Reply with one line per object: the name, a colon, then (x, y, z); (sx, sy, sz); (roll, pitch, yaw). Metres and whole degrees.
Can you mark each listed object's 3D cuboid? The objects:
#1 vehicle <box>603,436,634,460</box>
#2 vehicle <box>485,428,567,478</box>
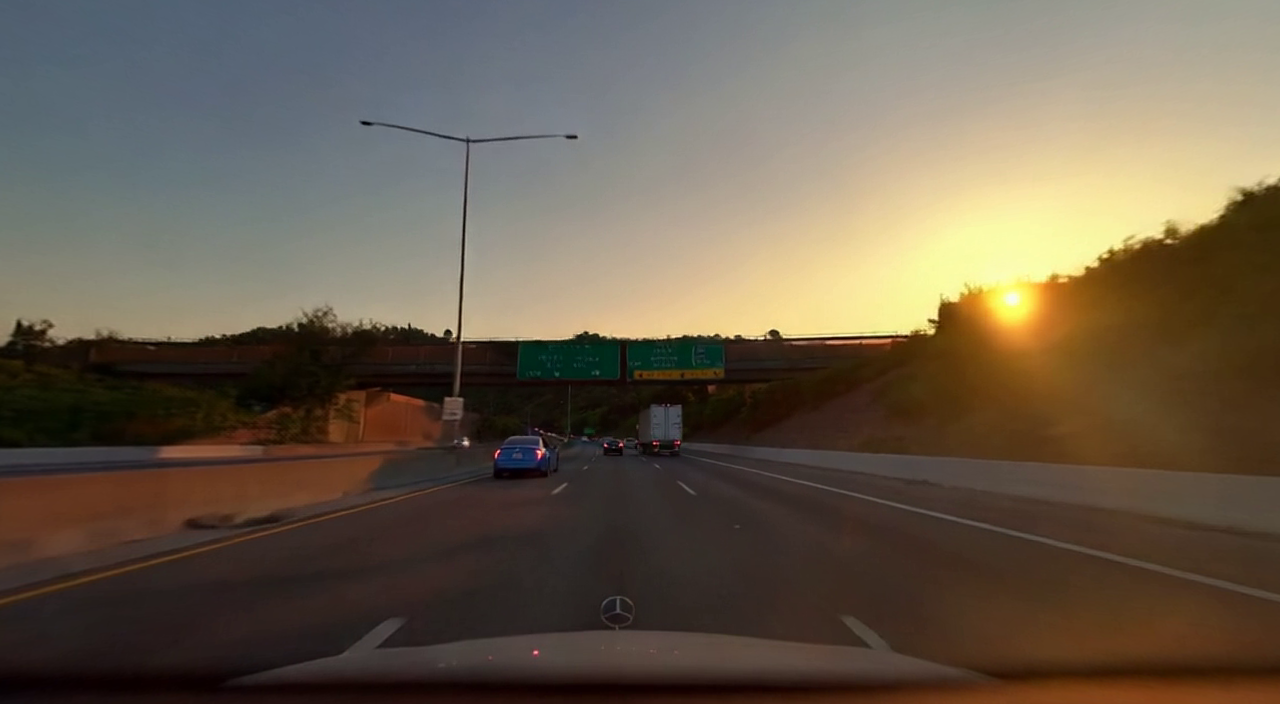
vehicle: (-1.542, 6.749, 44.375); (2.125, 1.542, 3.816); (0, -8, -3)
vehicle: (-4.282, 3.902, 24.566); (2.377, 1.747, 4.703); (0, -8, -1)
